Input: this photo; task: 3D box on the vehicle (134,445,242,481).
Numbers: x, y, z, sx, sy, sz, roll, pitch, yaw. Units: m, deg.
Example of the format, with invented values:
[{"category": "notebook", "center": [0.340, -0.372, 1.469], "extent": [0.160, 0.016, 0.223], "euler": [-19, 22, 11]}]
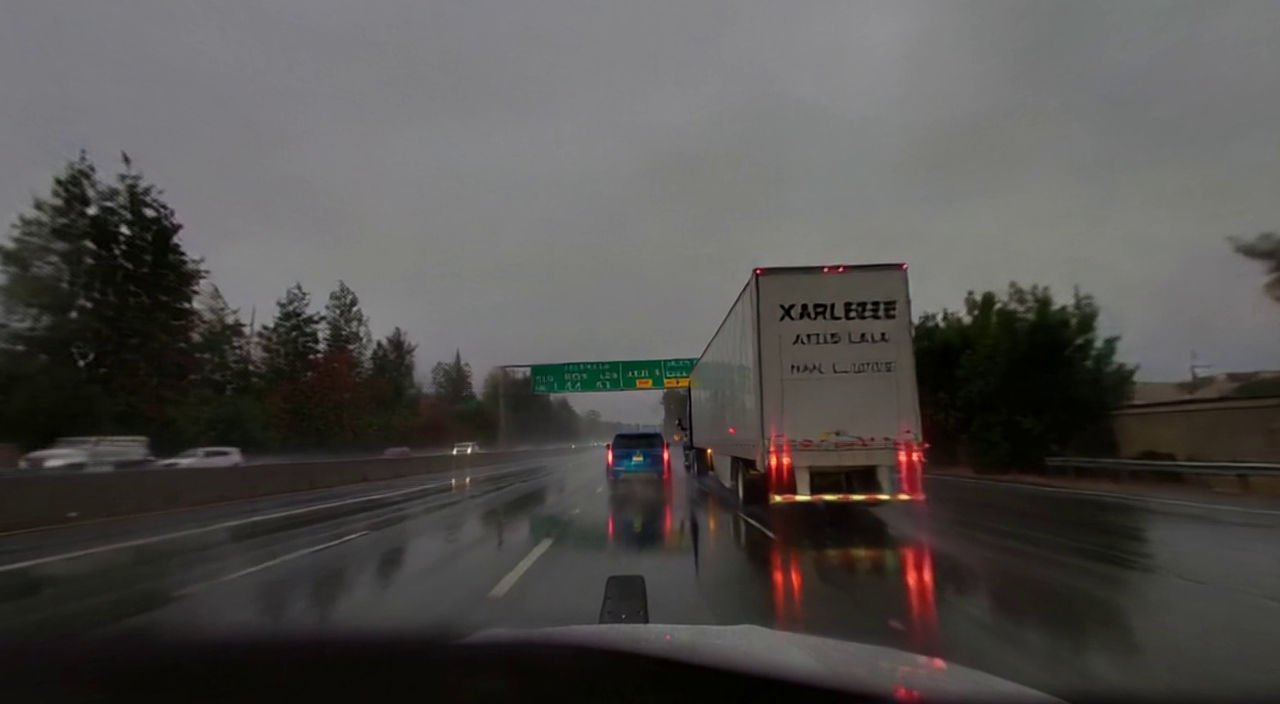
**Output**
[{"category": "vehicle", "center": [-22.519, 5.515, 31.520], "extent": [1.917, 1.620, 4.634], "euler": [0, -8, 1]}]

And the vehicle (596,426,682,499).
[{"category": "vehicle", "center": [-0.036, 2.952, 17.118], "extent": [2.054, 1.706, 4.201], "euler": [0, -8, 0]}]

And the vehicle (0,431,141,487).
[{"category": "vehicle", "center": [-29.330, 5.419, 32.166], "extent": [2.372, 2.570, 6.001], "euler": [0, -8, 1]}]

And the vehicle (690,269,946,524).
[{"category": "vehicle", "center": [3.451, 1.827, 18.015], "extent": [2.909, 4.135, 15.820], "euler": [0, -8, 1]}]
